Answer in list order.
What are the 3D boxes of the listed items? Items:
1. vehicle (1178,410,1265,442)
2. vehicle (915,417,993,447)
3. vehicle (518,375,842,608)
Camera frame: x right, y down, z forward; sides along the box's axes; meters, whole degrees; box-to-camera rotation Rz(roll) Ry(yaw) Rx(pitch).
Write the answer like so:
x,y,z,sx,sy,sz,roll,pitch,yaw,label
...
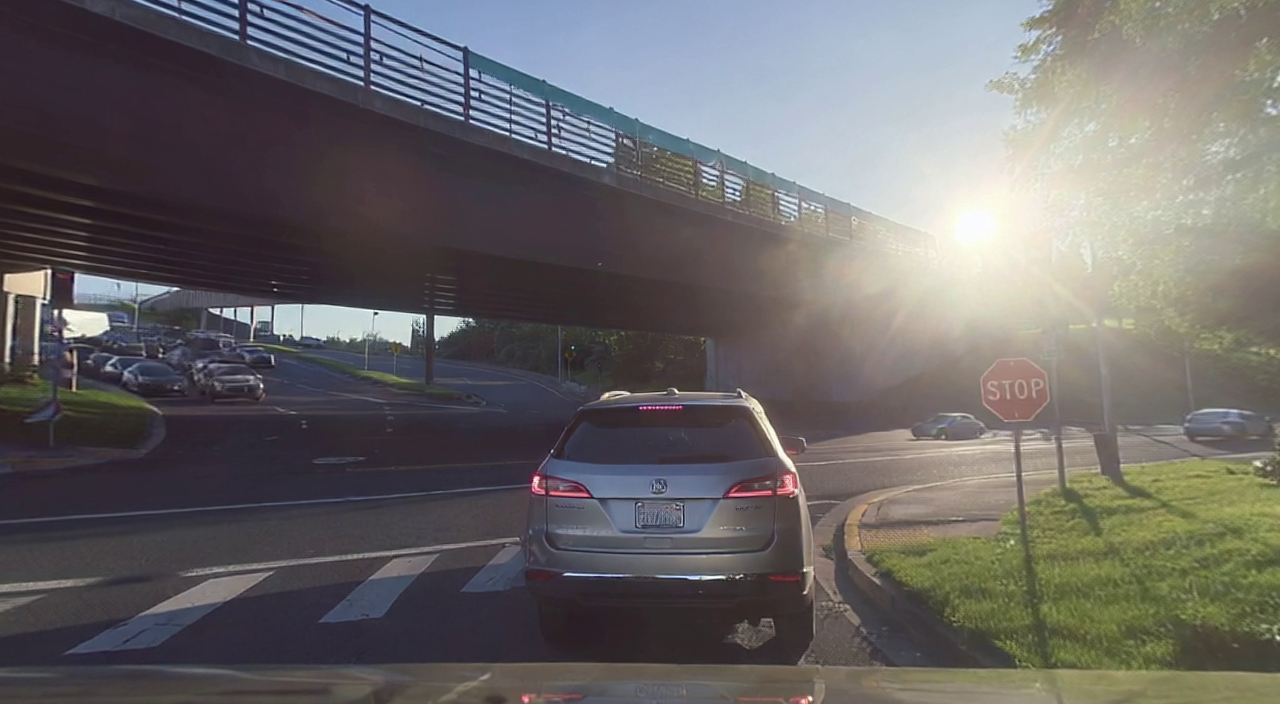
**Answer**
x,y,z,sx,sy,sz,roll,pitch,yaw,label
36.097,4.638,39.100,5.166,1.791,2.131,4,-10,-27,vehicle
19.366,4.965,38.899,4.557,1.712,1.913,4,-10,-28,vehicle
0.313,1.406,7.132,2.494,1.804,4.336,0,-9,0,vehicle
